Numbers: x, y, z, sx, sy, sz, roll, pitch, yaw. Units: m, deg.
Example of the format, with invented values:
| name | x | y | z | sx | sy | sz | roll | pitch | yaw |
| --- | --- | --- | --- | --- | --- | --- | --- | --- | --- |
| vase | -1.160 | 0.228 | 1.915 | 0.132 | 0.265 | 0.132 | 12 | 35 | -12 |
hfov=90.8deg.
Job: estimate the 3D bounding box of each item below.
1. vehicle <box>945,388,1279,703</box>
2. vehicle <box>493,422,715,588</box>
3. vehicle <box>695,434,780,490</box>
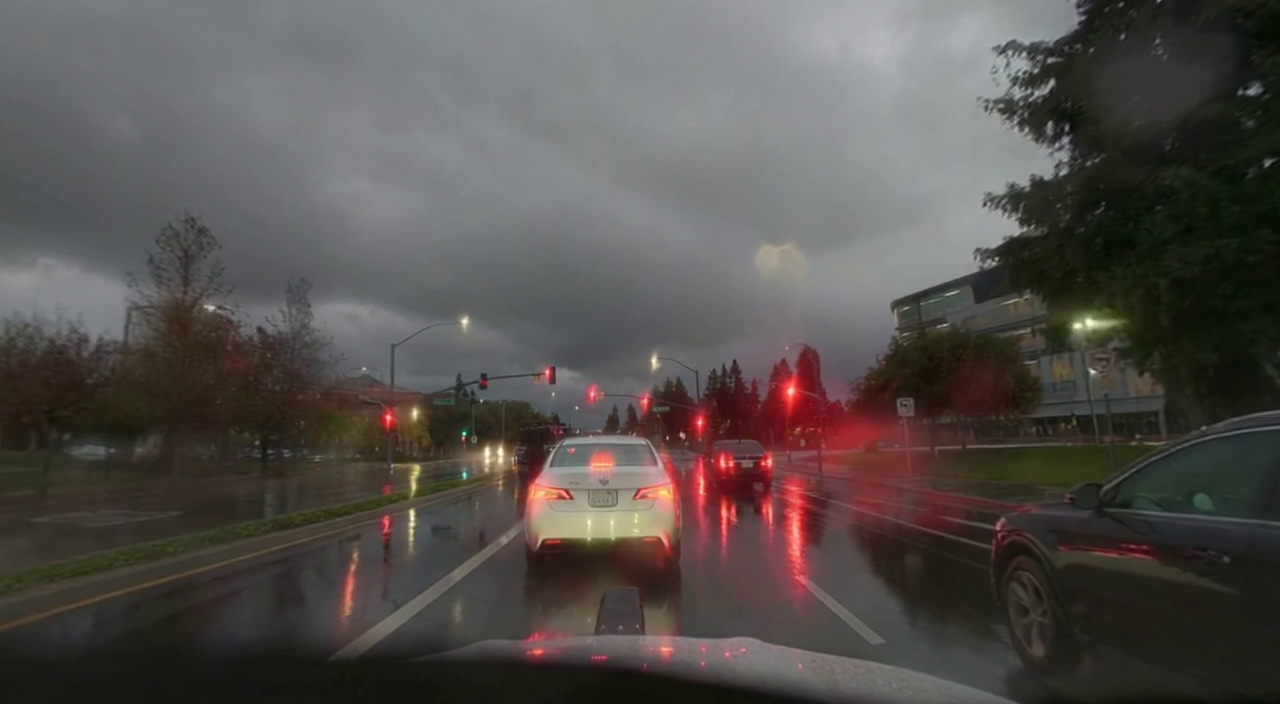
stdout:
| name | x | y | z | sx | sy | sz | roll | pitch | yaw |
| --- | --- | --- | --- | --- | --- | --- | --- | --- | --- |
| vehicle | 3.152 | 0.884 | 2.295 | 1.910 | 1.474 | 4.263 | 0 | -8 | -1 |
| vehicle | -0.350 | 1.658 | 7.576 | 2.006 | 1.487 | 3.535 | 0 | -8 | -1 |
| vehicle | 2.929 | 3.396 | 19.878 | 1.874 | 1.556 | 4.116 | 0 | -8 | -2 |
